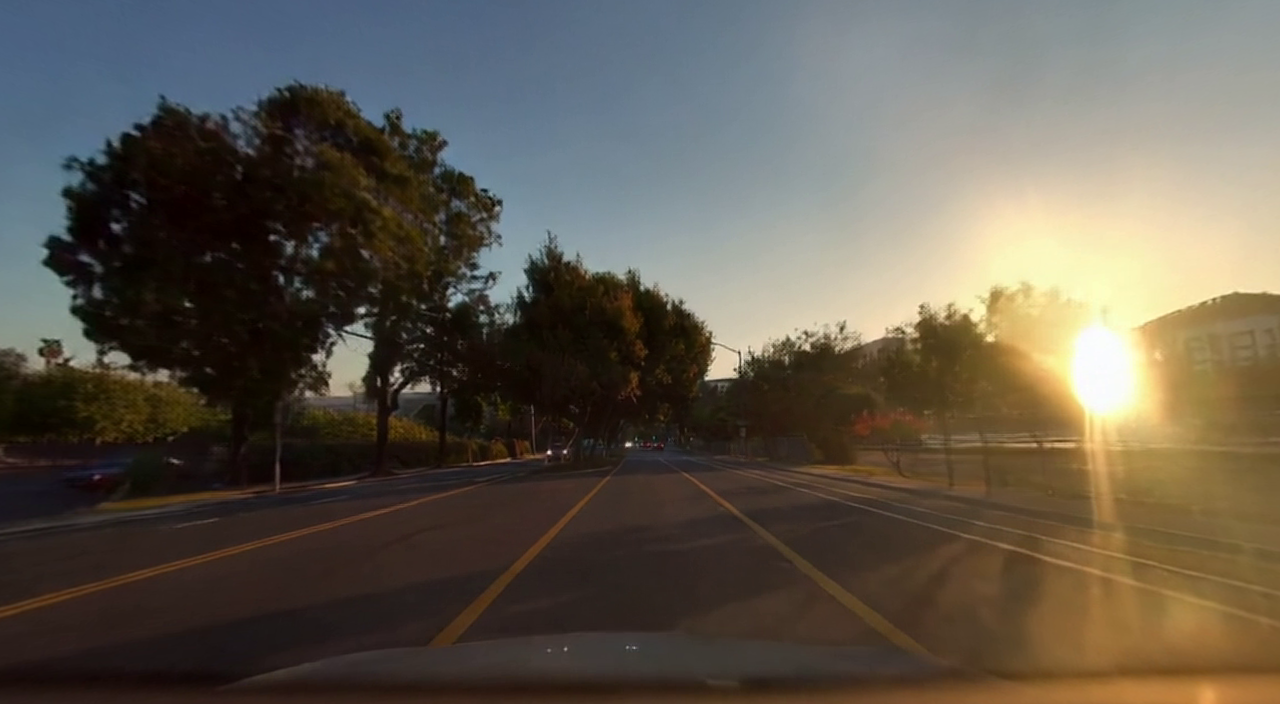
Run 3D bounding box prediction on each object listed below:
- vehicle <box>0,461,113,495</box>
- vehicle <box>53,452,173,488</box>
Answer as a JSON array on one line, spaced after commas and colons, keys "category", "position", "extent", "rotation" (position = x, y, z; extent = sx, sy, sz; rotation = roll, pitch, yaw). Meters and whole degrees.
[{"category": "vehicle", "position": [-27.241, 5.820, 29.322], "extent": [3.977, 1.453, 1.768], "rotation": [-1, -9, 2]}, {"category": "vehicle", "position": [-26.476, 5.924, 31.877], "extent": [4.140, 1.635, 2.059], "rotation": [-1, -8, -1]}]
